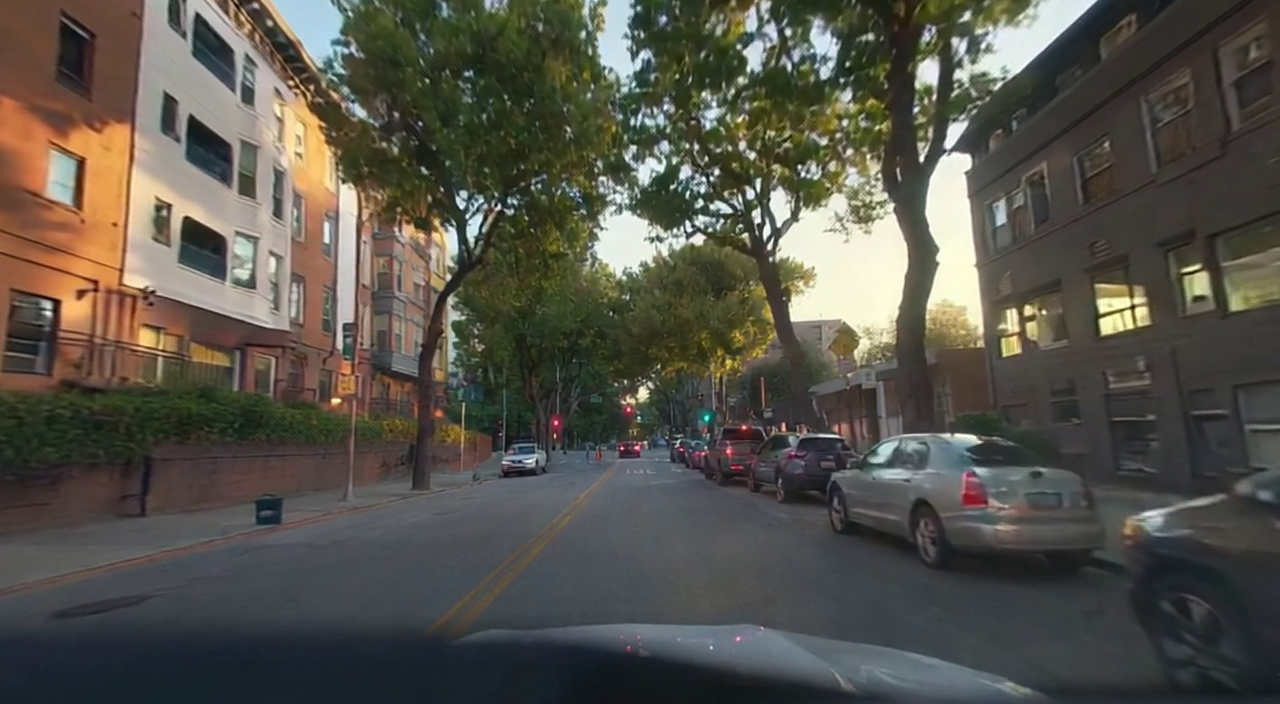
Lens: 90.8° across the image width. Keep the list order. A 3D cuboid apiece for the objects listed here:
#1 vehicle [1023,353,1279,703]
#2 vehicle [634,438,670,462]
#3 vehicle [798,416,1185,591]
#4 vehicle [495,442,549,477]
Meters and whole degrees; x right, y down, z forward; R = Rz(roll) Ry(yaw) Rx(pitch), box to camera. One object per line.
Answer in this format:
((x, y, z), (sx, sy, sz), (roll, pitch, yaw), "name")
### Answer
((3.540, 0.743, 1.884), (1.996, 1.642, 4.472), (0, -8, 0), "vehicle")
((0.941, 7.133, 46.213), (2.111, 1.619, 4.077), (-1, -8, 8), "vehicle")
((3.637, 1.658, 7.916), (2.066, 1.494, 4.843), (0, -8, 0), "vehicle")
((-6.367, 5.826, 34.611), (2.013, 1.772, 4.439), (0, -8, 2), "vehicle")
